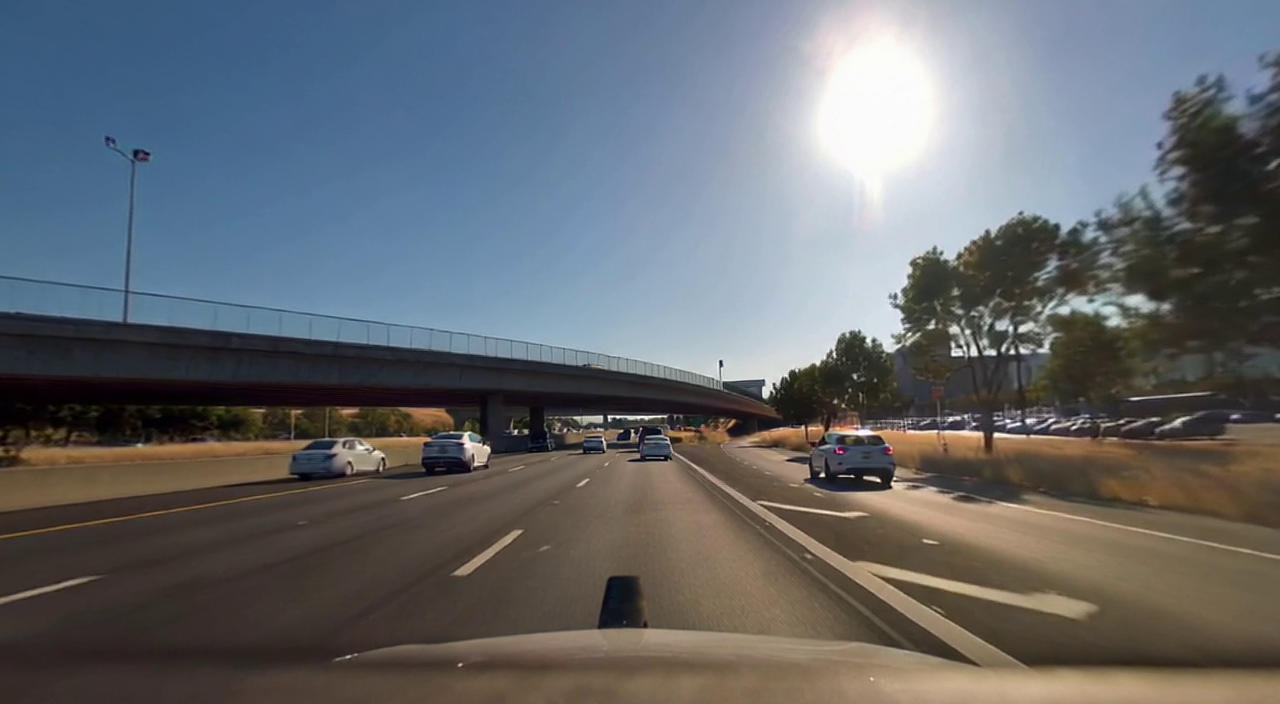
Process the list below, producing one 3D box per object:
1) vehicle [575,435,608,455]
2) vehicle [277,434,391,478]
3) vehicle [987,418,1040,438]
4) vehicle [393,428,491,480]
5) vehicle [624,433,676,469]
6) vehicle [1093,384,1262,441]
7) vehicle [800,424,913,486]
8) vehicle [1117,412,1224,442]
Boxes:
[{"bbox_3d":[-3.498,6.855,46.510,2.056,1.405,4.273,0,-8,1],"label":"vehicle"},{"bbox_3d":[-11.315,3.876,23.762,1.858,1.491,4.734,0,-9,0],"label":"vehicle"},{"bbox_3d":[29.049,5.995,49.221,1.797,1.435,4.566,-1,-9,6],"label":"vehicle"},{"bbox_3d":[-7.045,3.683,22.987,2.067,1.682,4.388,0,-9,1],"label":"vehicle"},{"bbox_3d":[0.424,4.439,28.400,2.145,1.493,4.146,0,-9,0],"label":"vehicle"},{"bbox_3d":[35.589,4.058,42.113,7.901,3.250,2.763,-5,-7,14],"label":"vehicle"},{"bbox_3d":[6.541,3.172,19.683,2.095,1.674,4.530,0,-9,3],"label":"vehicle"},{"bbox_3d":[27.151,3.924,32.523,1.835,1.438,4.615,-1,-9,5],"label":"vehicle"}]
